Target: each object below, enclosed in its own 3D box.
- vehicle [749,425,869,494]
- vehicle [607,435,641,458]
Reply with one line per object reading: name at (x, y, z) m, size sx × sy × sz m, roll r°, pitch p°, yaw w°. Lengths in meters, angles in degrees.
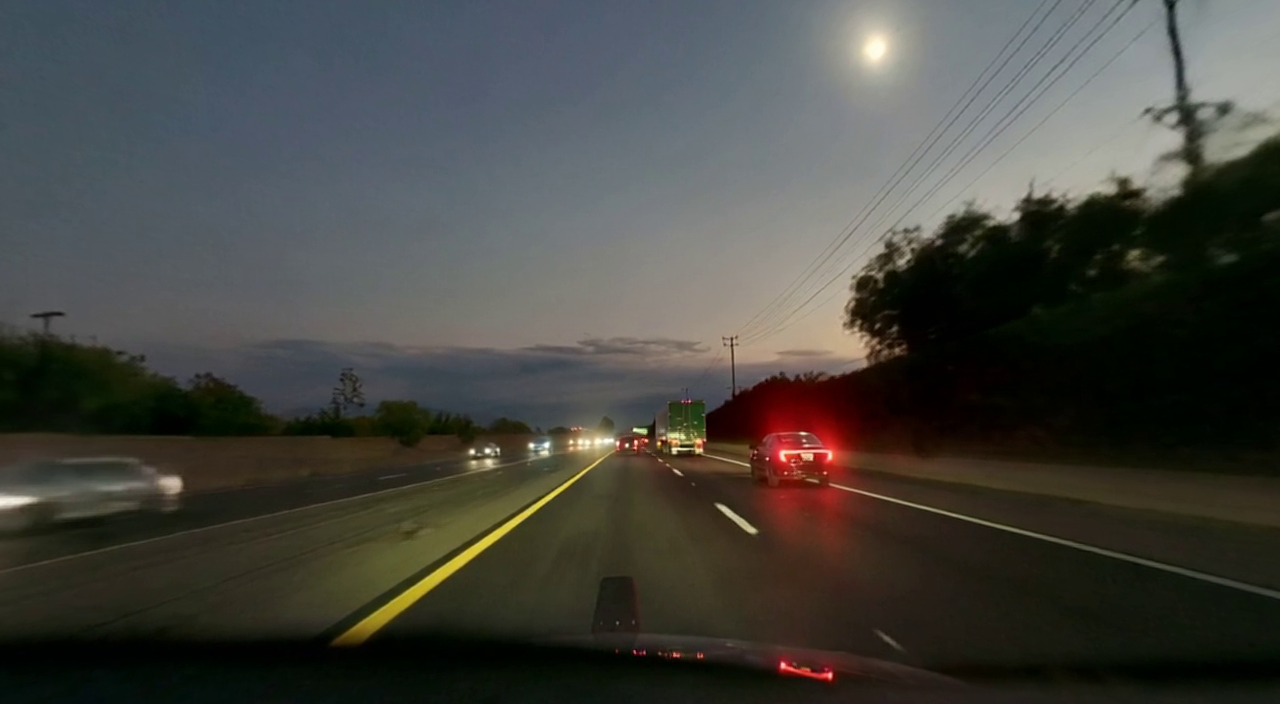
vehicle at (4.231, 2.726, 16.474) m, size 1.930 × 1.573 × 3.853 m, roll 0°, pitch -7°, yaw -2°
vehicle at (-1.037, 6.276, 42.203) m, size 2.163 × 1.466 × 3.693 m, roll 0°, pitch -7°, yaw -1°
